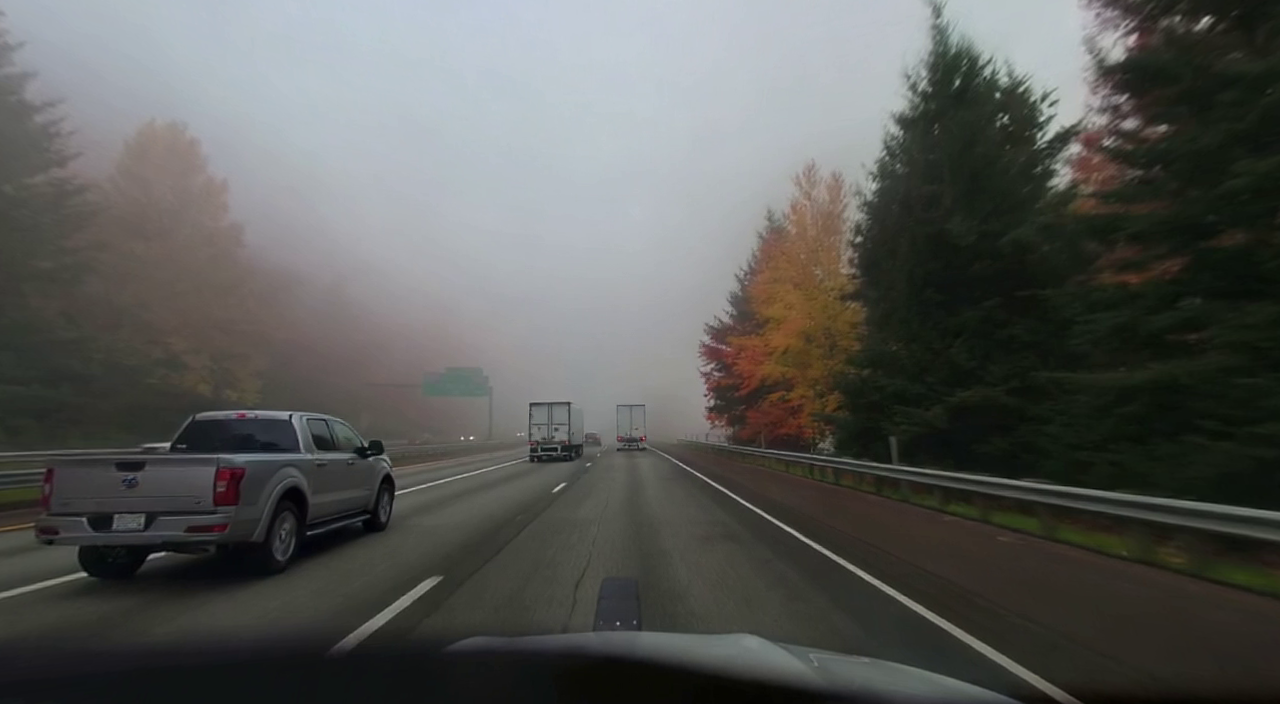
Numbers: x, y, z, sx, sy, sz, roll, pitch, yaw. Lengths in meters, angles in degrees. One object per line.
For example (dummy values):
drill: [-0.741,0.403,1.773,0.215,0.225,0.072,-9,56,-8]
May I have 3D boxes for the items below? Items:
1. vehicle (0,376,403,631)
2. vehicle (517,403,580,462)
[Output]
vehicle: [-4.354,1.290,6.434,2.089,1.669,4.515,0,-8,0]
vehicle: [-4.548,4.157,32.347,2.383,2.726,5.677,0,-8,0]
